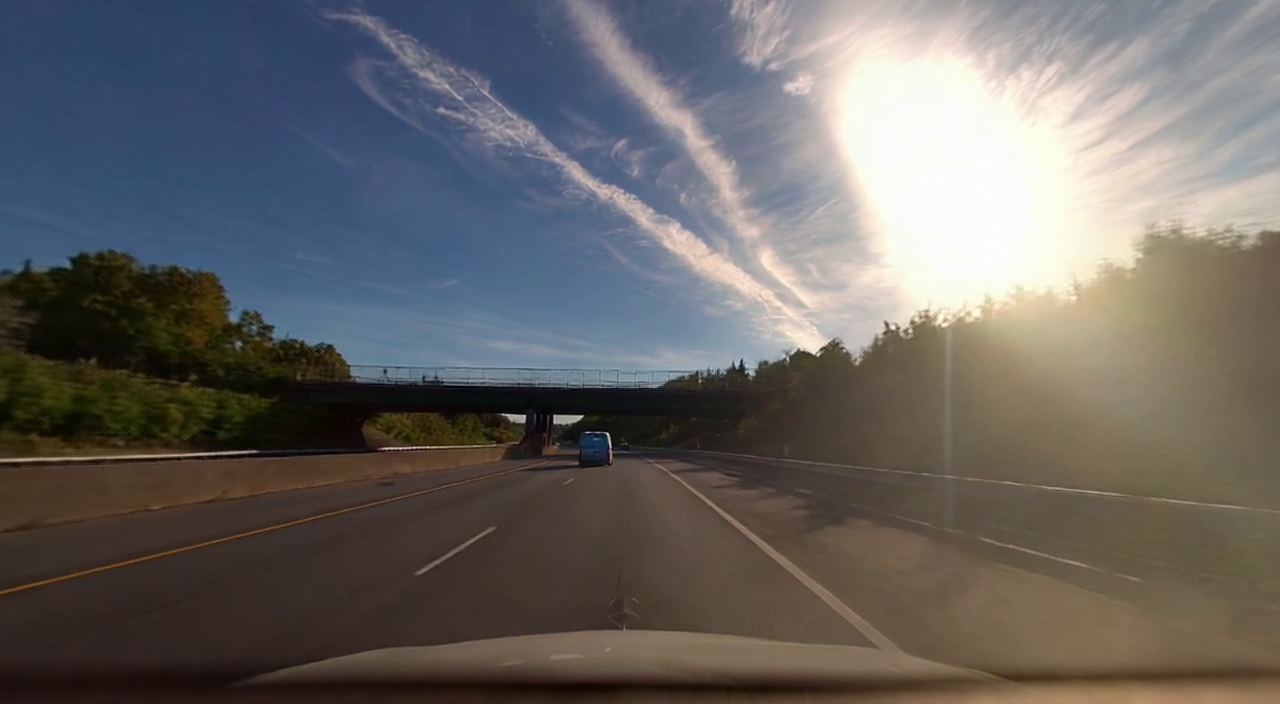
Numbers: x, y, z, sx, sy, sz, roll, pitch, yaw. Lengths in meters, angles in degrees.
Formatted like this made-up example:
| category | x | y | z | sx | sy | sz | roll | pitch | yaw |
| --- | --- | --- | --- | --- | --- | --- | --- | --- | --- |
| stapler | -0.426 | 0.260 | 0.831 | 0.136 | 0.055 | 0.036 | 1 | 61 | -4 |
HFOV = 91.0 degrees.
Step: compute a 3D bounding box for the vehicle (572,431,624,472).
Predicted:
| category | x | y | z | sx | sy | sz | roll | pitch | yaw |
| --- | --- | --- | --- | --- | --- | --- | --- | --- | --- |
| vehicle | -2.046 | 5.101 | 32.459 | 2.372 | 1.891 | 5.061 | 0 | -8 | -1 |
